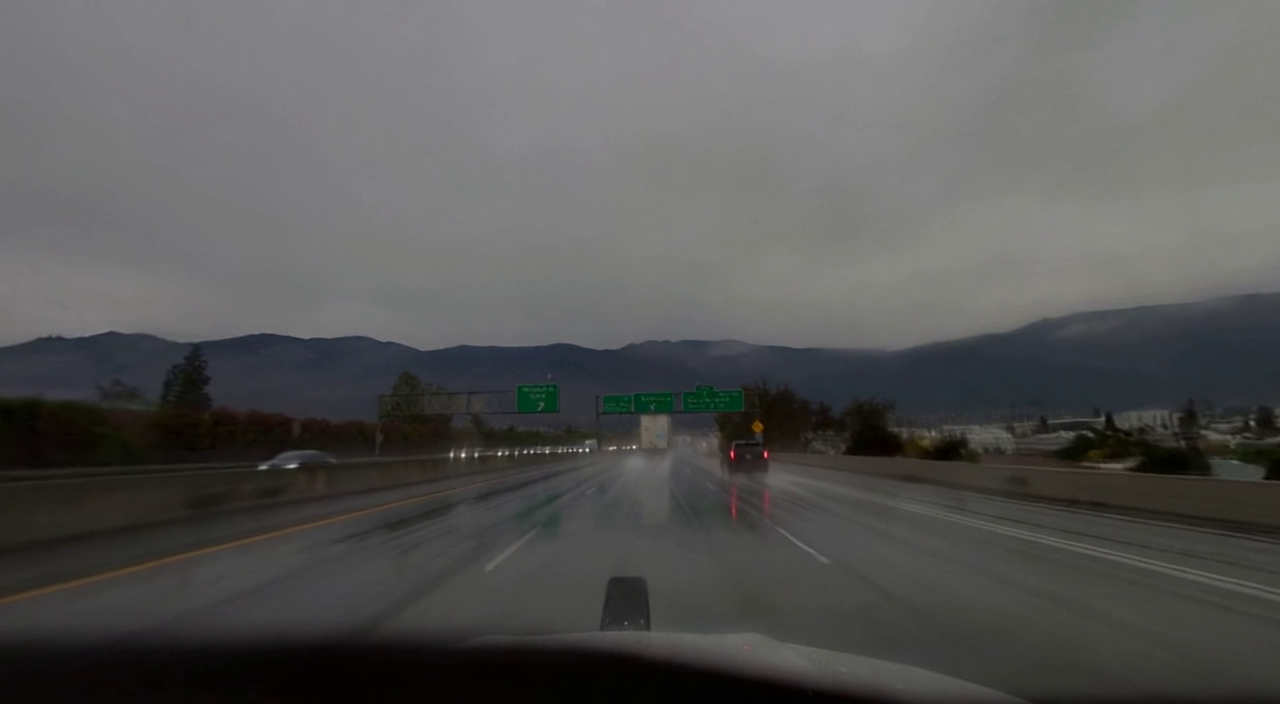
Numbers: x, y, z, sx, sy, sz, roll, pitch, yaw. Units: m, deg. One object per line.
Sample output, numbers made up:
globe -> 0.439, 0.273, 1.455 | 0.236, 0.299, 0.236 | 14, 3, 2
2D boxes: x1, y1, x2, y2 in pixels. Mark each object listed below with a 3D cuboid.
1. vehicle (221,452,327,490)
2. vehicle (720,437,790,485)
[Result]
vehicle -> -15.933, 5.190, 27.750 | 1.974, 1.488, 4.325 | 0, -9, 1
vehicle -> 4.178, 4.033, 23.546 | 1.880, 1.624, 3.941 | 0, -9, 0
